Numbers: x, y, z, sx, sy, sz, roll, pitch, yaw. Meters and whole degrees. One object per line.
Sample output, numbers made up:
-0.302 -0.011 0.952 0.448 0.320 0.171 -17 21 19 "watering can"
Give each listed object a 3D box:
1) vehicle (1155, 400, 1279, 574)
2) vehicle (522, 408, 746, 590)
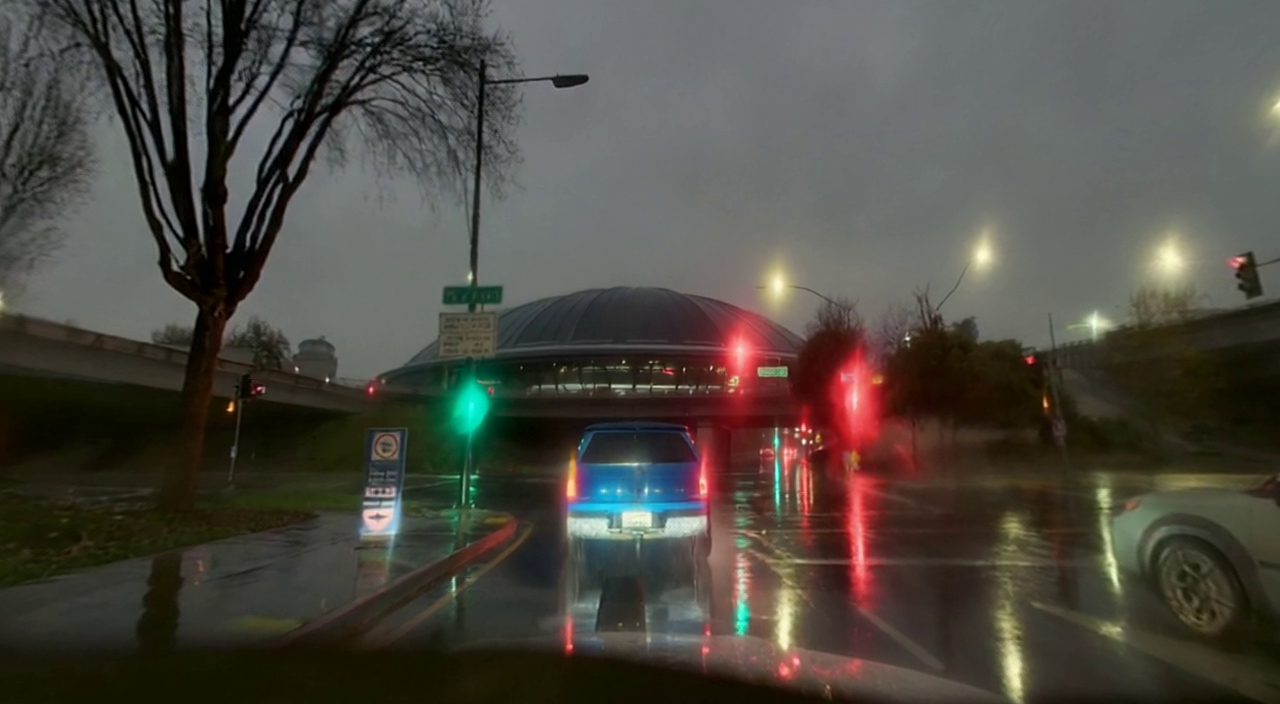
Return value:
7.598 1.268 5.642 2.055 1.776 4.646 0 -9 1 "vehicle"
-0.046 1.589 7.525 1.976 1.584 3.772 0 -9 0 "vehicle"
